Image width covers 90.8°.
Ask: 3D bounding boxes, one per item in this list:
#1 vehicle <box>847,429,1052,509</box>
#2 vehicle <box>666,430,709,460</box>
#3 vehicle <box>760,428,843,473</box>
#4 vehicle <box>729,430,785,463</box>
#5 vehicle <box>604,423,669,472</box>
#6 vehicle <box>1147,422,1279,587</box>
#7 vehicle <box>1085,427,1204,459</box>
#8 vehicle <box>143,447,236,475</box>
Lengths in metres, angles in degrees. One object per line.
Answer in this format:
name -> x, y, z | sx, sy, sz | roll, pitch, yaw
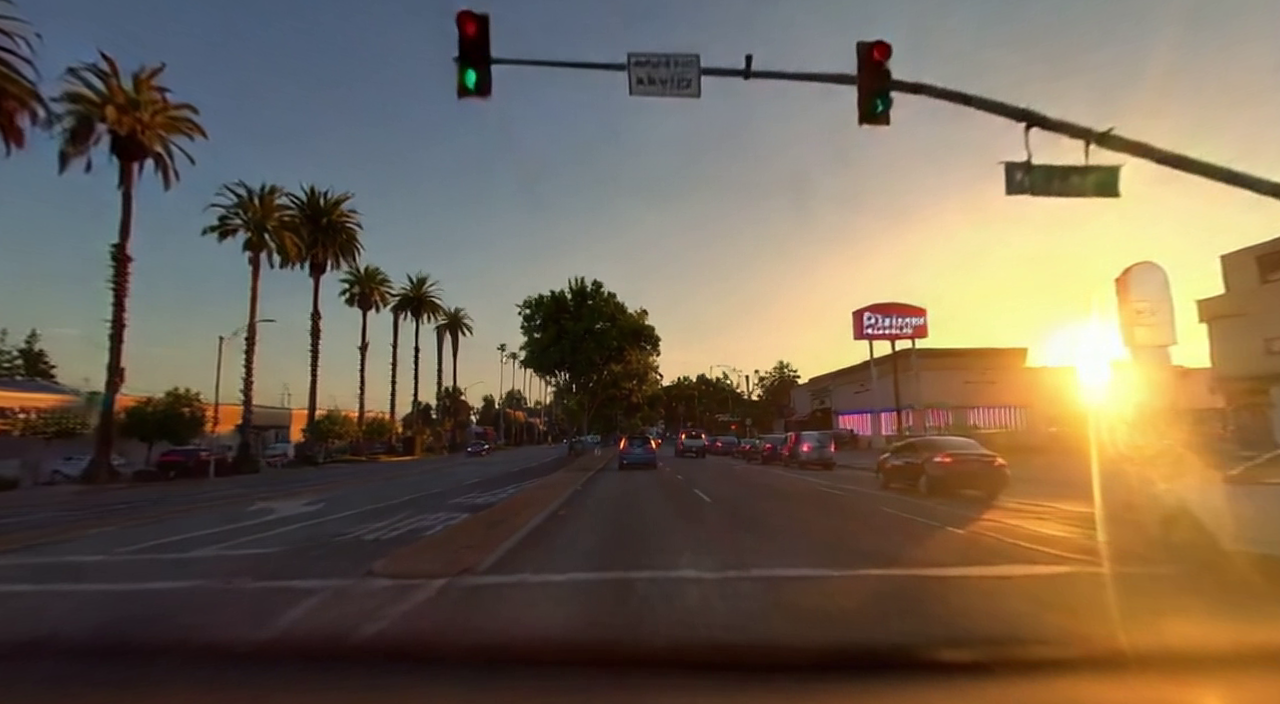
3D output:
vehicle -> 6.603, 2.550, 14.339 | 2.038, 1.476, 5.032 | 0, -8, -1
vehicle -> 2.913, 5.857, 39.854 | 2.187, 1.777, 4.444 | 0, -8, -2
vehicle -> 6.526, 4.056, 26.167 | 2.100, 1.675, 4.536 | 0, -8, -2
vehicle -> 6.401, 5.258, 35.143 | 2.001, 1.692, 4.800 | 0, -8, -2
vehicle -> -0.170, 3.977, 26.364 | 2.428, 1.816, 4.959 | 0, -8, -1
vehicle -> 6.683, 1.241, 4.799 | 1.902, 1.461, 4.428 | 0, -8, -2
vehicle -> 28.633, 5.174, 35.957 | 4.839, 1.758, 2.257 | 0, -8, -3
vehicle -> -27.884, 6.752, 39.238 | 4.139, 1.702, 2.040 | 0, -8, -2
